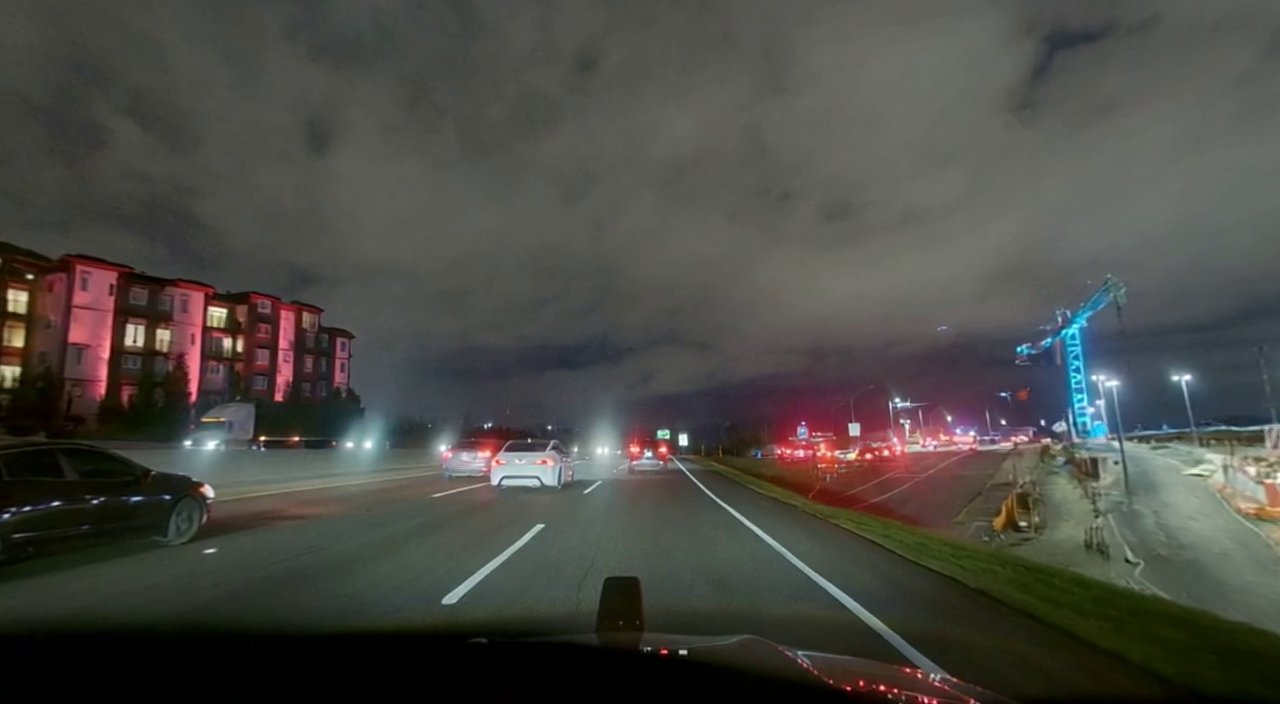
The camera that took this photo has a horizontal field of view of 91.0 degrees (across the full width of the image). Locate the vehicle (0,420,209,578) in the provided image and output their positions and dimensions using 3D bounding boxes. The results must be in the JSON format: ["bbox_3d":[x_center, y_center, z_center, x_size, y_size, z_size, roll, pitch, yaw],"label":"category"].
[{"bbox_3d":[-7.022,1.459,6.463,1.959,1.486,4.460,0,-8,1],"label":"vehicle"}]

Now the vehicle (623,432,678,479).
[{"bbox_3d":[0.474,4.266,26.245,2.116,1.763,4.352,0,-8,2],"label":"vehicle"}]

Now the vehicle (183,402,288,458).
[{"bbox_3d":[-29.497,5.813,46.383,2.979,3.846,6.663,0,-8,2],"label":"vehicle"}]

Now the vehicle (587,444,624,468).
[{"bbox_3d":[-2.268,6.957,42.316,2.029,1.497,3.960,0,-8,4],"label":"vehicle"}]

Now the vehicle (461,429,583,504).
[{"bbox_3d":[-2.863,2.917,16.481,2.109,1.657,4.554,0,-8,2],"label":"vehicle"}]
